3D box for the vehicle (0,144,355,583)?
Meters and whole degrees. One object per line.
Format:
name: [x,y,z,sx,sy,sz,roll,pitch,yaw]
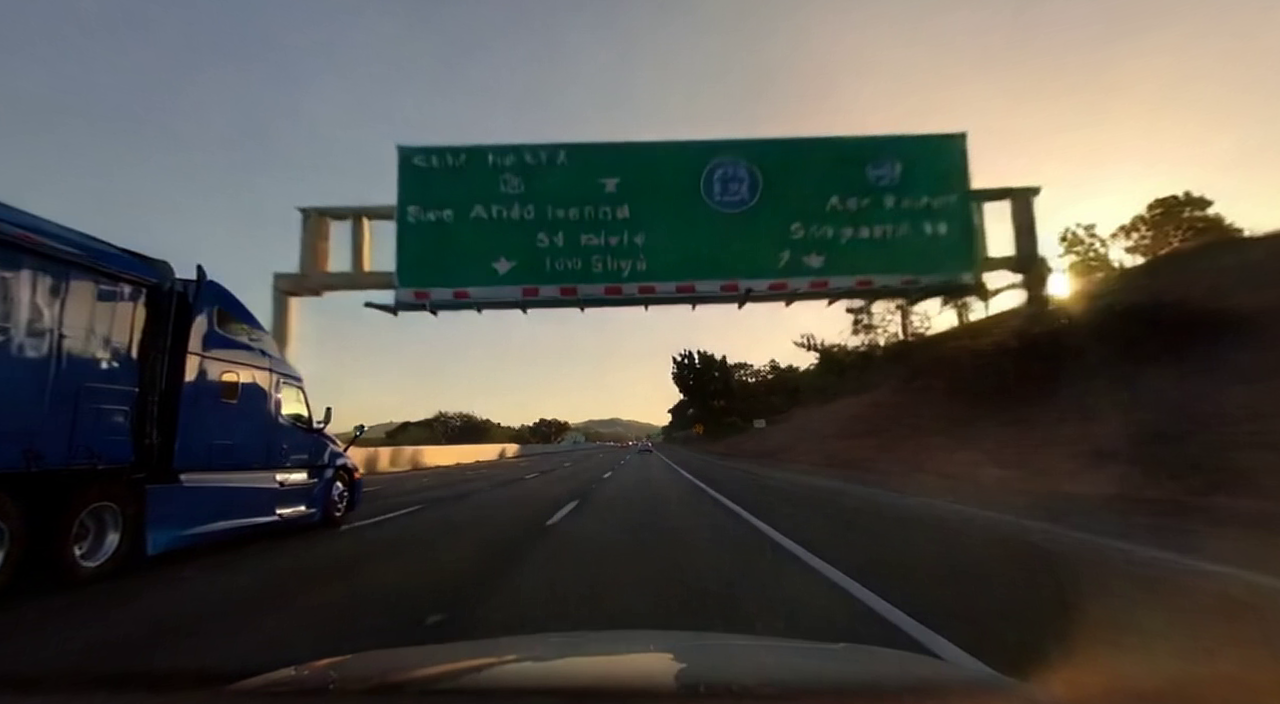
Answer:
vehicle: [-7.256,0.437,7.951,2.996,3.947,8.600,0,-9,1]
